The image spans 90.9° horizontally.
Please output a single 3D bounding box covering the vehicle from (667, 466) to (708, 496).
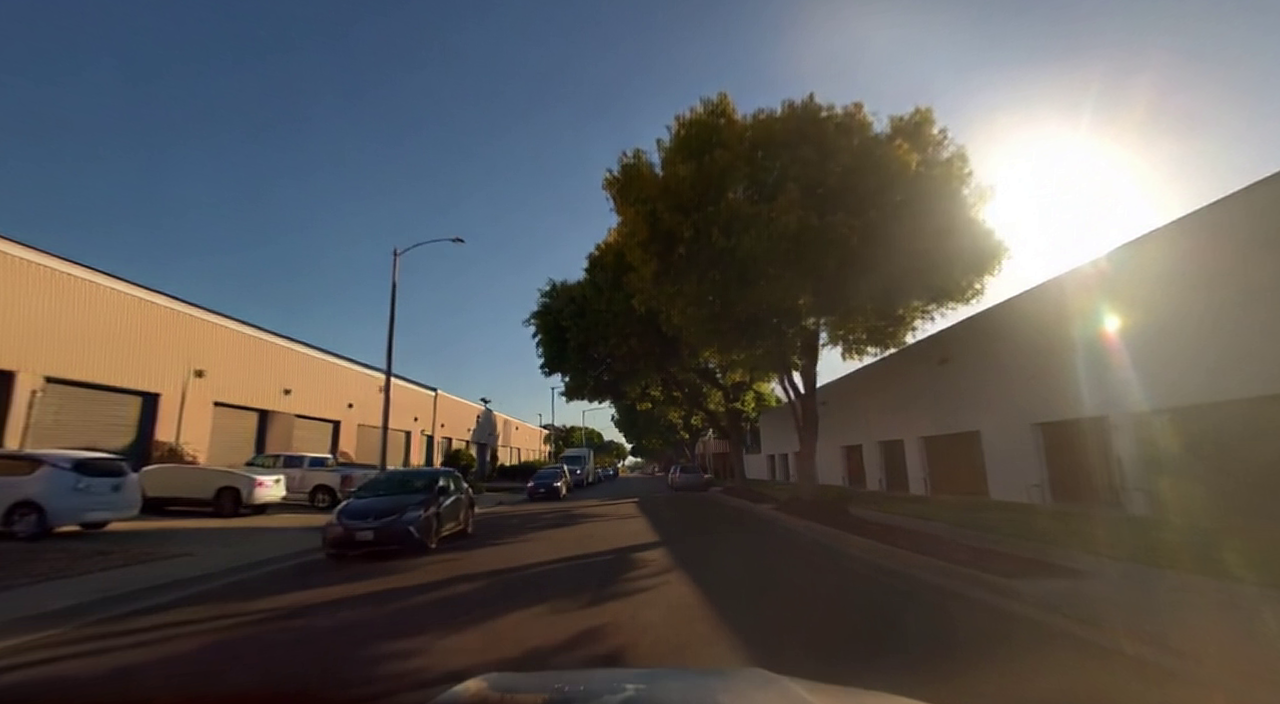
[{"bbox_3d":[2.457,6.811,33.399,1.819,1.446,3.909,1,-11,-1],"label":"vehicle"}]

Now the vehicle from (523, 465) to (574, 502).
[{"bbox_3d":[-4.365,6.343,30.591,1.835,1.625,3.674,0,-11,1],"label":"vehicle"}]

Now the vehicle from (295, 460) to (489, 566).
[{"bbox_3d":[-4.493,2.954,12.348,1.927,1.580,4.556,-1,-9,0],"label":"vehicle"}]
